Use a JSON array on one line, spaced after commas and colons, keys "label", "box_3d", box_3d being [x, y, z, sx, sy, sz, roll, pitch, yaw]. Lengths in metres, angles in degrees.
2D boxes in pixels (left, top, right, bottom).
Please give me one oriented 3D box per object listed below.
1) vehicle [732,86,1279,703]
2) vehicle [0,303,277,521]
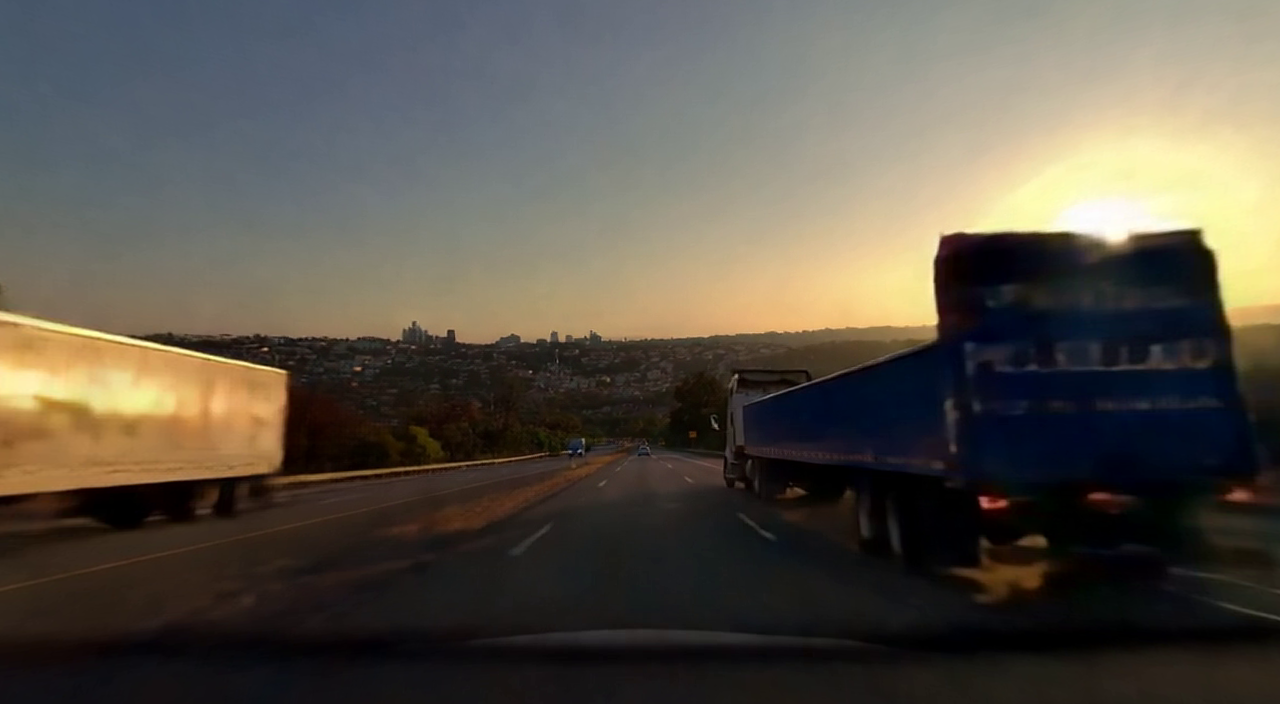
[{"label": "vehicle", "box_3d": [4.044, 1.098, 10.364, 3.341, 4.269, 12.252, 0, -9, 1]}, {"label": "vehicle", "box_3d": [-13.129, 1.474, 13.832, 3.302, 3.833, 12.408, 0, -9, -2]}]
